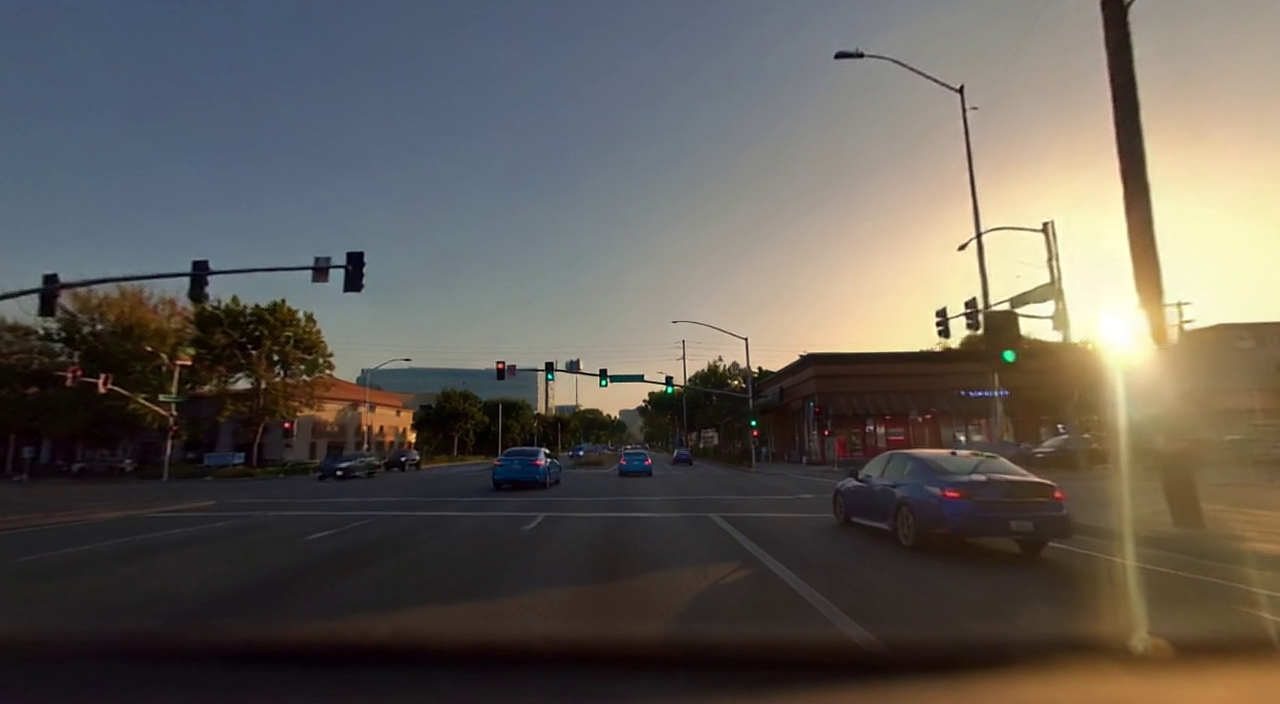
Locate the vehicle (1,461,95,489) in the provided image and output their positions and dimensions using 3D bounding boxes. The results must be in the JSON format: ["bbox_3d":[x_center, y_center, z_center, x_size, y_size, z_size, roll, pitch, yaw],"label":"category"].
[{"bbox_3d":[-37.172,7.705,39.746,3.931,1.653,2.134,-1,-9,7],"label":"vehicle"}]

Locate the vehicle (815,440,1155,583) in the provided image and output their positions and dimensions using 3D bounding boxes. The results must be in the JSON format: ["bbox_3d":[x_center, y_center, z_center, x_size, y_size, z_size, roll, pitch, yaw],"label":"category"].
[{"bbox_3d":[4.340,2.051,9.181,2.119,1.479,4.910,0,-8,-1],"label":"vehicle"}]

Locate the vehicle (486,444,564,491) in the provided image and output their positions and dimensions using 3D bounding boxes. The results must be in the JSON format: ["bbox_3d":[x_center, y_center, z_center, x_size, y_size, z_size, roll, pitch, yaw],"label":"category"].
[{"bbox_3d":[-4.189,4.281,23.775,2.035,1.564,4.702,0,-8,0],"label":"vehicle"}]

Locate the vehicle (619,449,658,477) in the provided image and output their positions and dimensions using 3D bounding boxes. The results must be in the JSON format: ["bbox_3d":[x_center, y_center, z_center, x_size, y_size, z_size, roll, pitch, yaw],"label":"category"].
[{"bbox_3d":[-0.124,6.204,35.583,2.072,1.473,4.139,0,-8,-1],"label":"vehicle"}]

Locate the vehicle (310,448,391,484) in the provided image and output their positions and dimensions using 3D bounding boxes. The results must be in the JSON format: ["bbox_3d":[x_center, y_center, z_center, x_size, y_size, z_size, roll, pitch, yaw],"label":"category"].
[{"bbox_3d":[-14.172,5.561,31.192,1.987,1.641,4.185,0,-8,0],"label":"vehicle"}]
